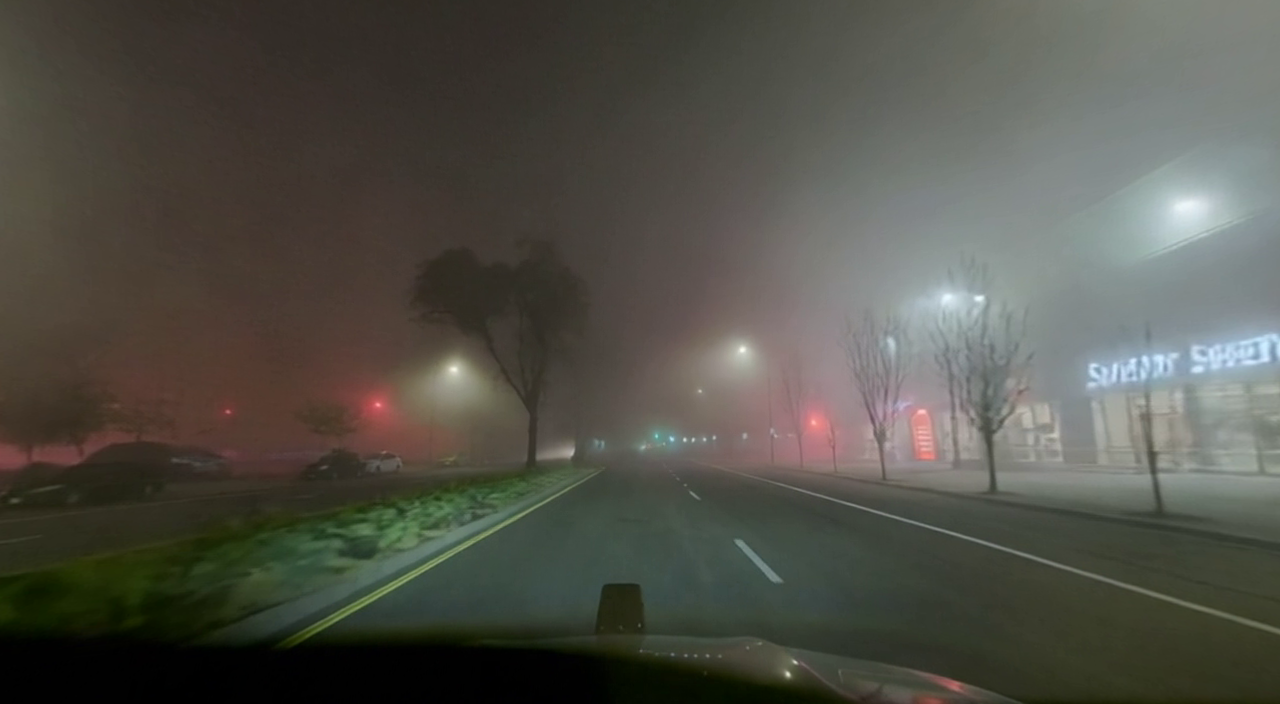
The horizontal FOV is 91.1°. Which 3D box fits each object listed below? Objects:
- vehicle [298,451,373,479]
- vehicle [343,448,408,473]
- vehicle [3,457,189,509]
[{"bbox_3d":[-18.796,6.969,39.007,2.034,1.562,4.828,-1,-9,3],"label":"vehicle"},{"bbox_3d":[-18.706,7.684,44.725,2.177,1.656,5.516,0,-9,1],"label":"vehicle"},{"bbox_3d":[-18.997,4.565,22.356,2.121,1.567,5.042,0,-9,-1],"label":"vehicle"}]
